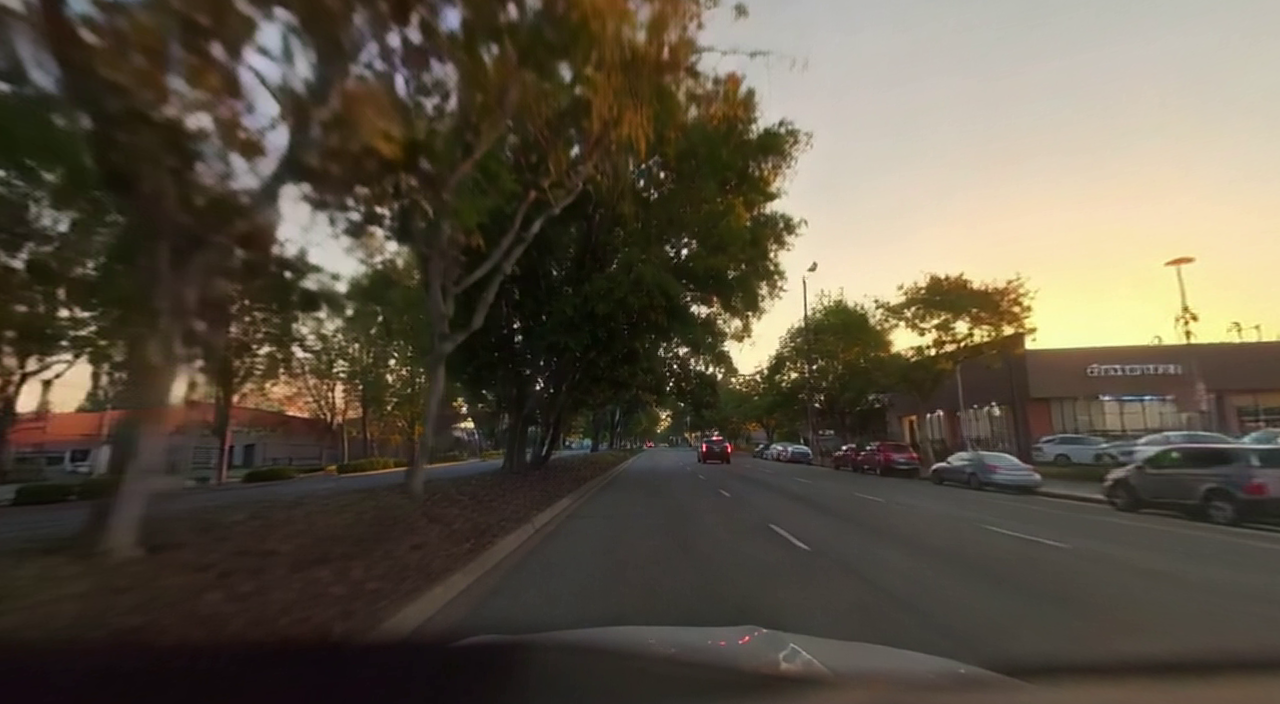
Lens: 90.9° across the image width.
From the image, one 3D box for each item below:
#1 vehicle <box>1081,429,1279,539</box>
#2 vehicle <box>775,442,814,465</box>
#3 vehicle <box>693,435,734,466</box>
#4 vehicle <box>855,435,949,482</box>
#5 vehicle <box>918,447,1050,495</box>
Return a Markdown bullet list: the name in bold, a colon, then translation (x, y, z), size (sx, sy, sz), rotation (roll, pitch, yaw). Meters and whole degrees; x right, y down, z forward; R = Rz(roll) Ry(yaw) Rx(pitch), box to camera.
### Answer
- **vehicle**: translation (10.665, 2.327, 11.727), size (1.958, 1.654, 4.258), rotation (0, -9, 3)
- **vehicle**: translation (11.465, 7.546, 47.067), size (1.919, 1.645, 4.254), rotation (0, -9, 1)
- **vehicle**: translation (4.736, 6.427, 41.234), size (2.183, 1.845, 4.482), rotation (0, -9, 0)
- **vehicle**: translation (10.915, 4.467, 26.699), size (1.959, 1.751, 4.961), rotation (0, -9, 2)
- **vehicle**: translation (10.809, 3.747, 20.228), size (1.824, 1.364, 4.238), rotation (0, -9, 0)
